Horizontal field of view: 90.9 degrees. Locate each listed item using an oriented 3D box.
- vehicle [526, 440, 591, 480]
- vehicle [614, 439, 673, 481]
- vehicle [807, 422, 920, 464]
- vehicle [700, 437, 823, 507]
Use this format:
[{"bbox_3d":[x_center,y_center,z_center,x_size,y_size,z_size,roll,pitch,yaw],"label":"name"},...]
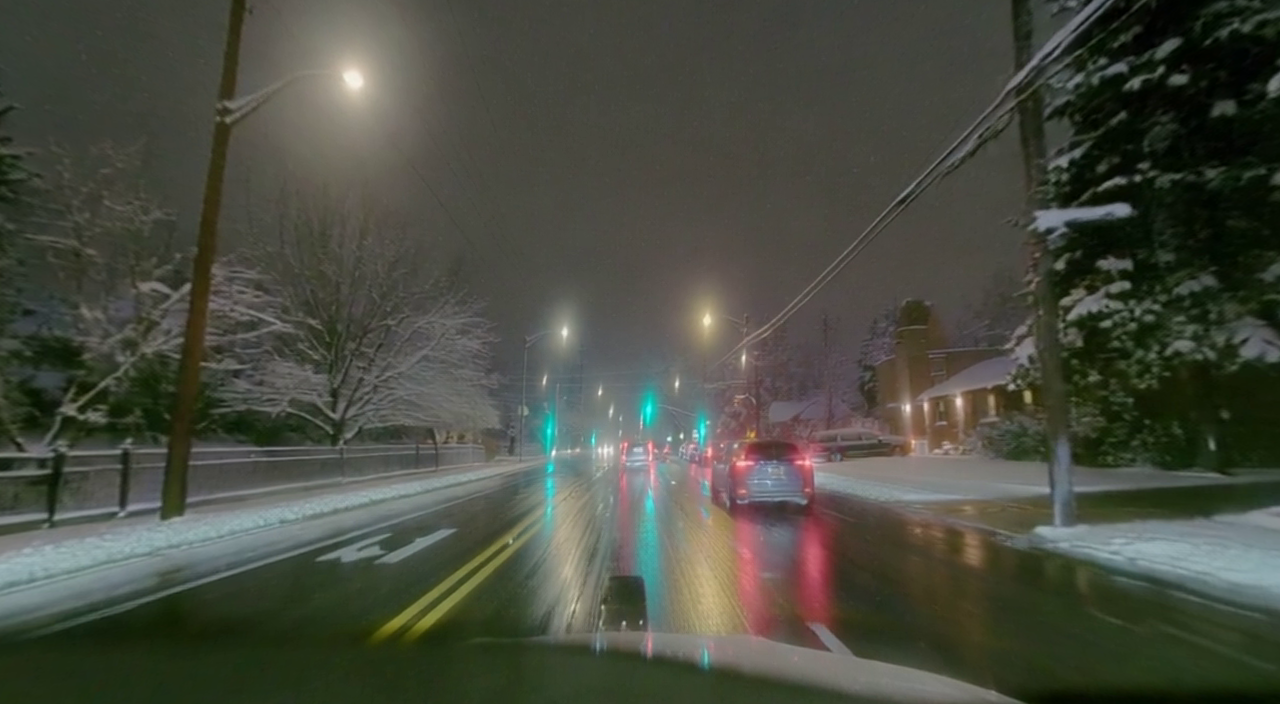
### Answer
[{"bbox_3d":[-3.246,4.381,25.895,2.012,1.505,4.205,0,-8,1],"label":"vehicle"},{"bbox_3d":[0.124,4.161,24.658,2.101,1.467,4.210,0,-8,0],"label":"vehicle"},{"bbox_3d":[13.702,5.614,38.945,5.929,1.970,2.381,-4,-8,-2],"label":"vehicle"},{"bbox_3d":[2.837,2.921,15.866,2.158,1.483,4.415,0,-8,0],"label":"vehicle"}]
